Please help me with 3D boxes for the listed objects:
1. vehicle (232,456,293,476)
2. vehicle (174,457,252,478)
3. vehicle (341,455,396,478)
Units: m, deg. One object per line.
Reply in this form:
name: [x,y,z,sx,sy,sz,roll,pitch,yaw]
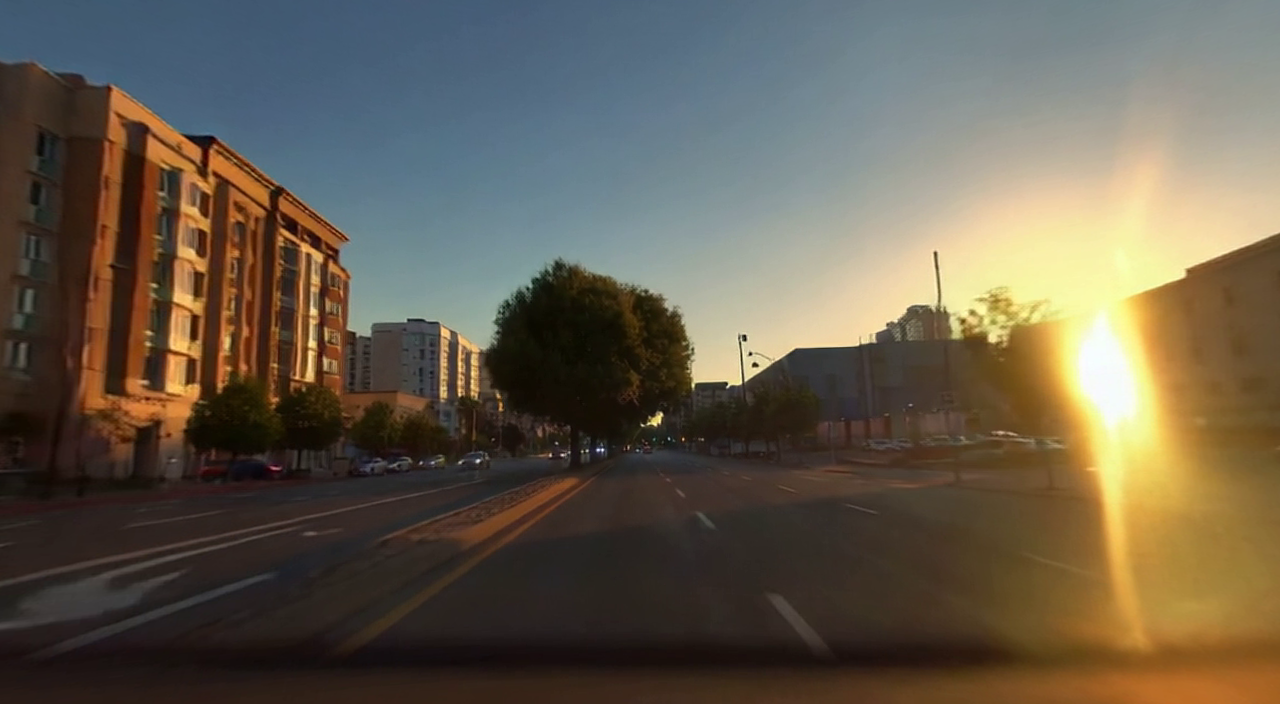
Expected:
vehicle: [-29.526,8.934,49.454,3.637,1.430,1.636,-1,-9,-2]
vehicle: [-30.233,8.185,44.803,4.126,1.455,1.791,0,-9,-2]
vehicle: [-19.786,8.340,46.242,1.856,1.479,4.554,0,-9,1]
